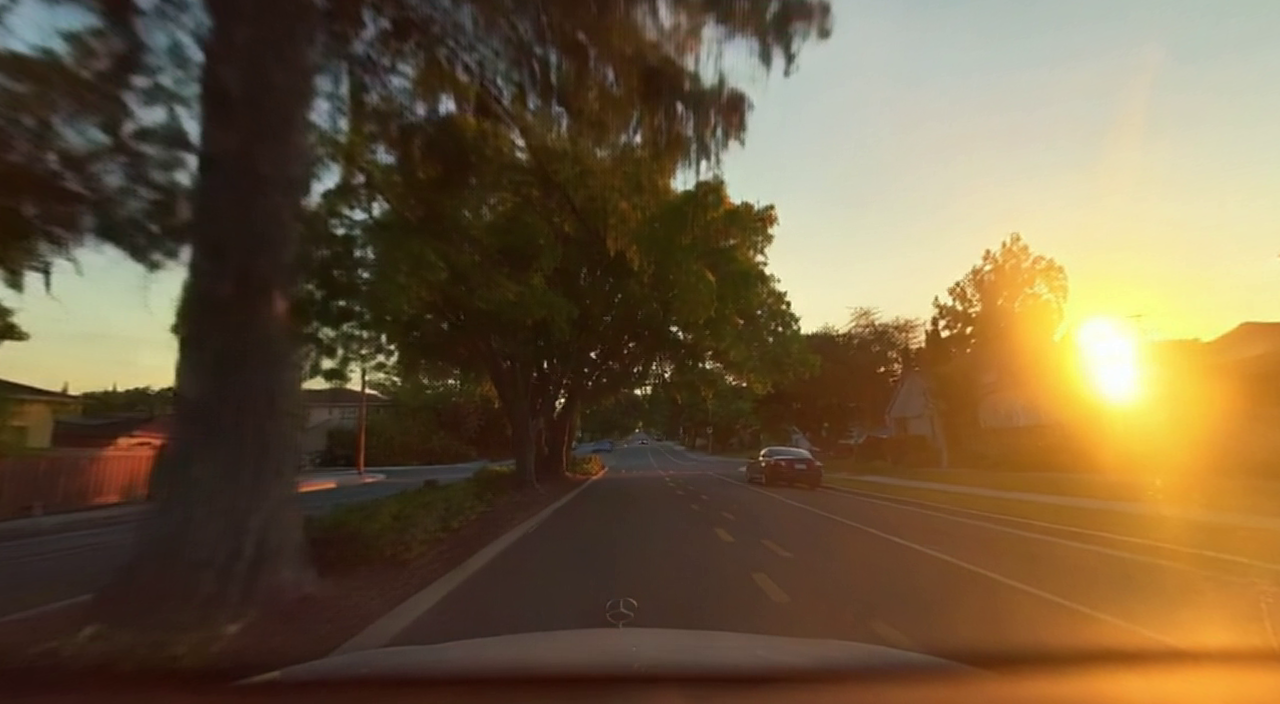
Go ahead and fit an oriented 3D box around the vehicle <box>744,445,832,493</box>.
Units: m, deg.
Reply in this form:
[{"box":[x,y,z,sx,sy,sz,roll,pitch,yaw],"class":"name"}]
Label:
[{"box":[4.996,3.996,21.962,1.904,1.475,4.386,0,-9,-2],"class":"vehicle"}]
